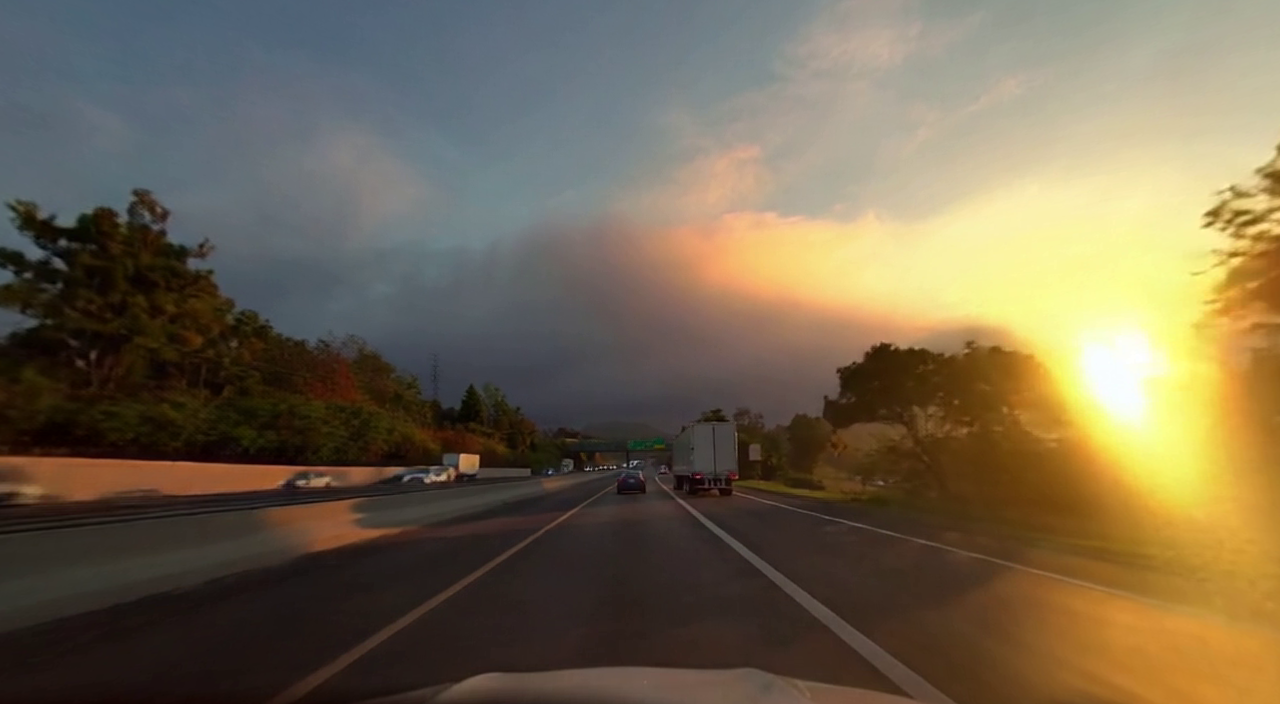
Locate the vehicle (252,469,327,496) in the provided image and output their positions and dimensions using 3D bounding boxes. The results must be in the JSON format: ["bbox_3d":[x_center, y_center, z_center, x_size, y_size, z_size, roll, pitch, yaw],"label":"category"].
[{"bbox_3d":[-20.460,7.618,36.993,1.808,1.473,4.416,1,-10,1],"label":"vehicle"}]

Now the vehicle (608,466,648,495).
[{"bbox_3d":[-0.644,6.970,34.255,2.010,1.436,3.973,1,-10,-1],"label":"vehicle"}]

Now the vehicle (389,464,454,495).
[{"bbox_3d":[-12.711,7.449,37.061,2.035,1.634,4.727,1,-10,1],"label":"vehicle"}]

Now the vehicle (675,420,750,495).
[{"bbox_3d":[4.349,7.055,41.665,3.218,4.001,14.492,1,-10,0],"label":"vehicle"}]
